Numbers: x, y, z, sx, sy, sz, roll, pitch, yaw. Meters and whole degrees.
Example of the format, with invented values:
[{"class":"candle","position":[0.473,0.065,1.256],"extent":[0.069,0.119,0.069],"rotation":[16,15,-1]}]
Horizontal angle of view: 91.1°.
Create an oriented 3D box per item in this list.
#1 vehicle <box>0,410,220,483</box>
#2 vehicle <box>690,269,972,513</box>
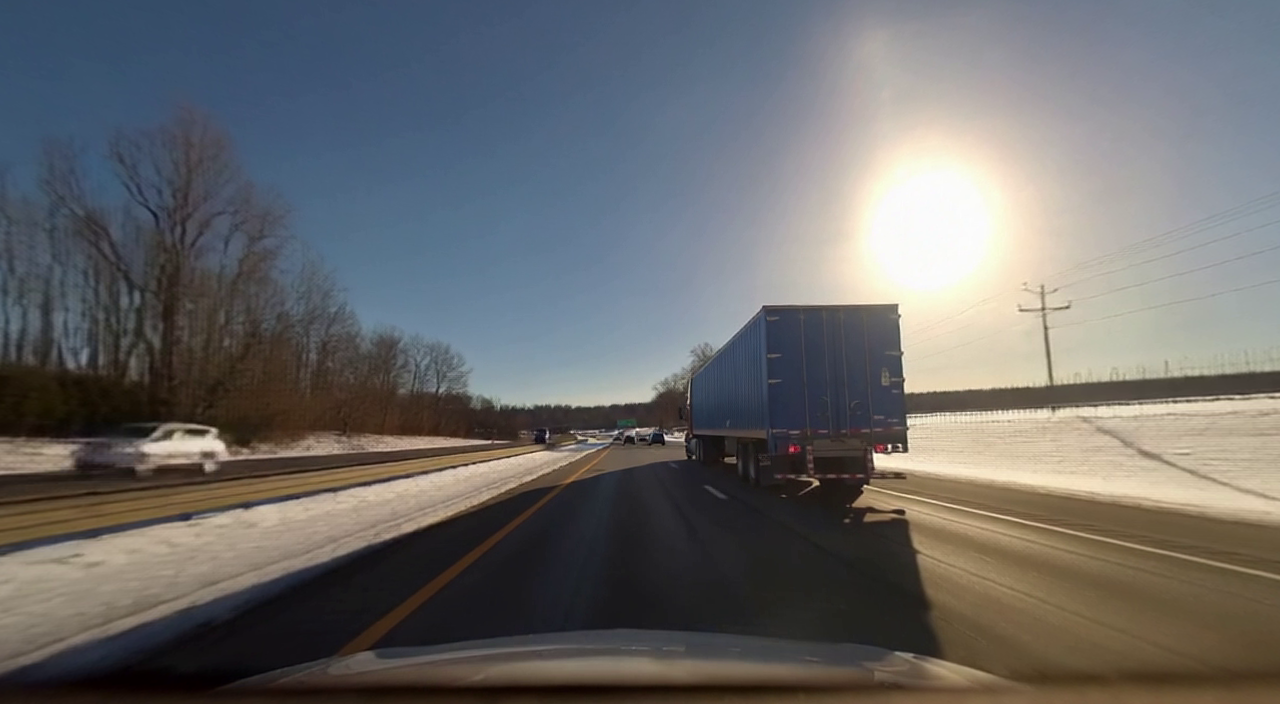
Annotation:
[{"class":"vehicle","position":[-12.809,2.322,15.641],"extent":[1.878,1.556,4.128],"rotation":[0,-8,0]},{"class":"vehicle","position":[3.952,1.777,19.459],"extent":[3.203,4.273,17.131],"rotation":[0,-8,-1]}]
